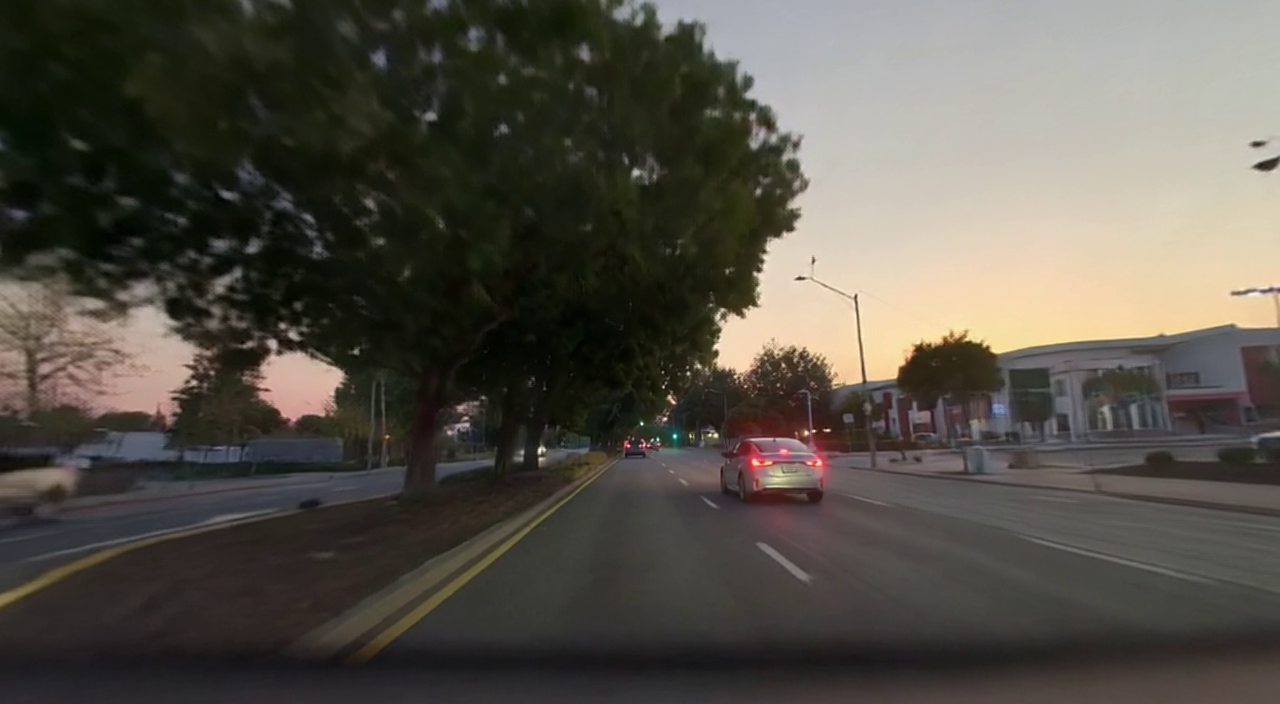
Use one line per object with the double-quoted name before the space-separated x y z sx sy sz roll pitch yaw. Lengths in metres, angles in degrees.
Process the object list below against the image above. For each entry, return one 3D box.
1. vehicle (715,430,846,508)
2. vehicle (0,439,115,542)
"vehicle" 3.239 2.789 15.664 1.995 1.616 4.729 0 -8 -2
"vehicle" -12.411 2.483 11.318 2.063 1.812 4.502 0 -8 0
